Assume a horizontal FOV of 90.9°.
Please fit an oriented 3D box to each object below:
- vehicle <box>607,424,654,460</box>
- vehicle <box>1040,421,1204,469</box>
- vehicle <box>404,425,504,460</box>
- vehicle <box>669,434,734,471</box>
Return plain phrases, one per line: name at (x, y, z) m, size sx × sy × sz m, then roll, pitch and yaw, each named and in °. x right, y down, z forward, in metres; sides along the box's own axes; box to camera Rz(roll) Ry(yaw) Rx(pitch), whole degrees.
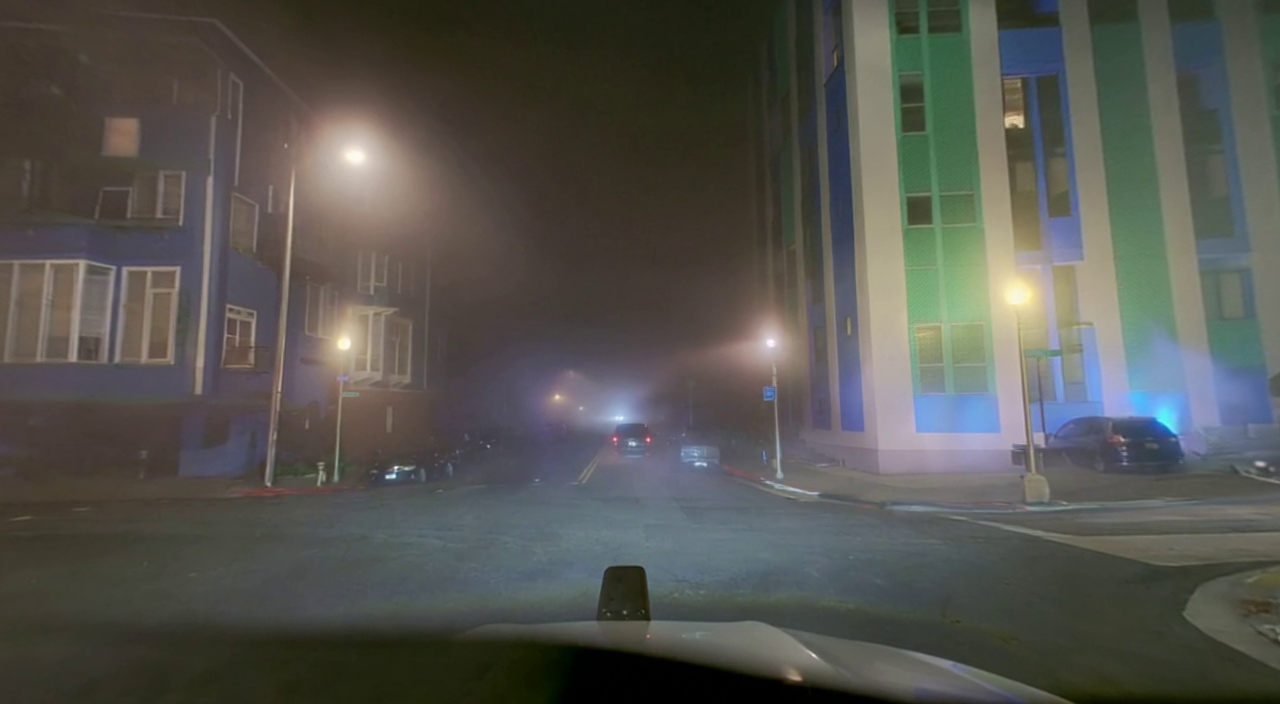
vehicle at (-0.508, 4.924, 34.428) m, size 2.412 × 1.834 × 4.636 m, roll 0°, pitch -8°, yaw -1°
vehicle at (15.278, 2.965, 20.132) m, size 3.752 × 1.453 × 1.709 m, roll 0°, pitch -9°, yaw 2°
vehicle at (-11.445, 5.588, 38.870) m, size 5.540 × 1.950 × 2.113 m, roll 4°, pitch -12°, yaw -28°
vehicle at (2.528, 4.297, 27.100) m, size 2.290 × 1.456 × 4.503 m, roll 0°, pitch -9°, yaw -1°
